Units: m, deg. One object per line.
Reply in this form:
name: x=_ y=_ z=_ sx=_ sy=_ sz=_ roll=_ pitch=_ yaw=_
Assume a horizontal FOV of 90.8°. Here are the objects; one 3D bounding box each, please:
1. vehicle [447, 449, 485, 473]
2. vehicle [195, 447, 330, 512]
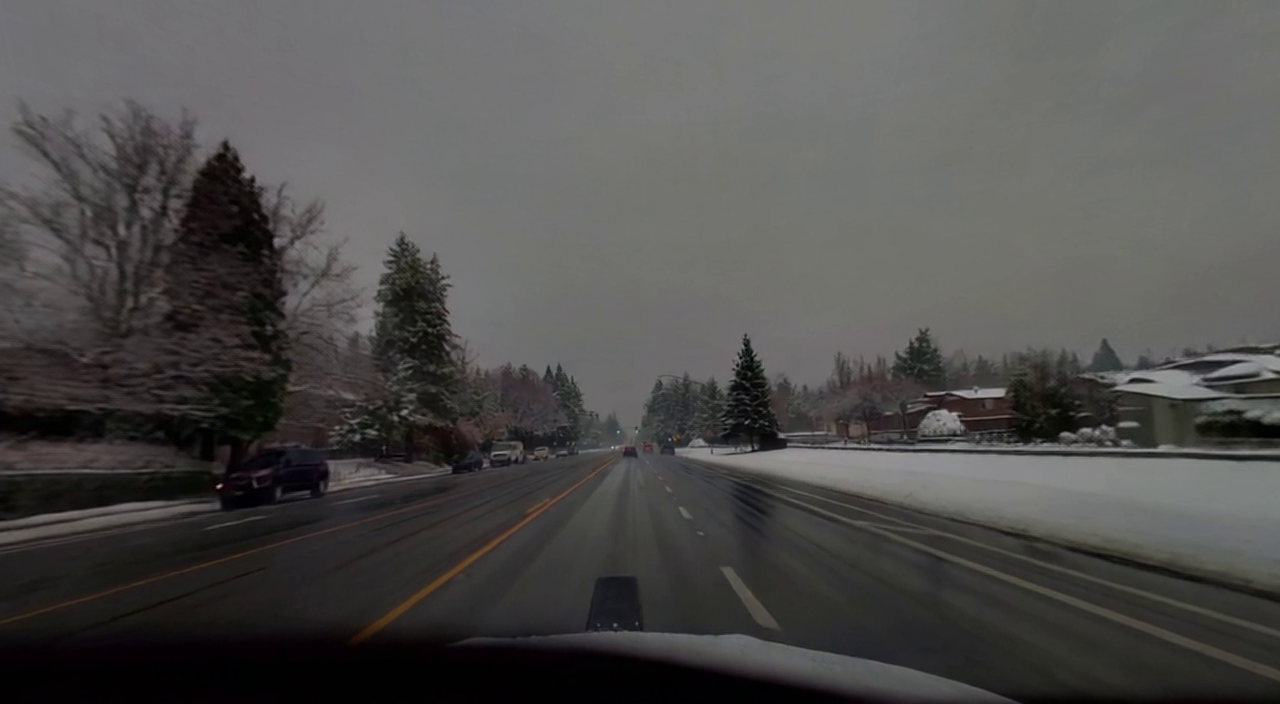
vehicle: x=-12.417 y=7.756 z=45.292 sx=1.762 sy=1.552 sz=3.901 roll=-2 pitch=-8 yaw=-1
vehicle: x=-12.276 y=4.108 z=20.959 sx=2.000 sy=1.821 sz=4.314 roll=-2 pitch=-8 yaw=-3
